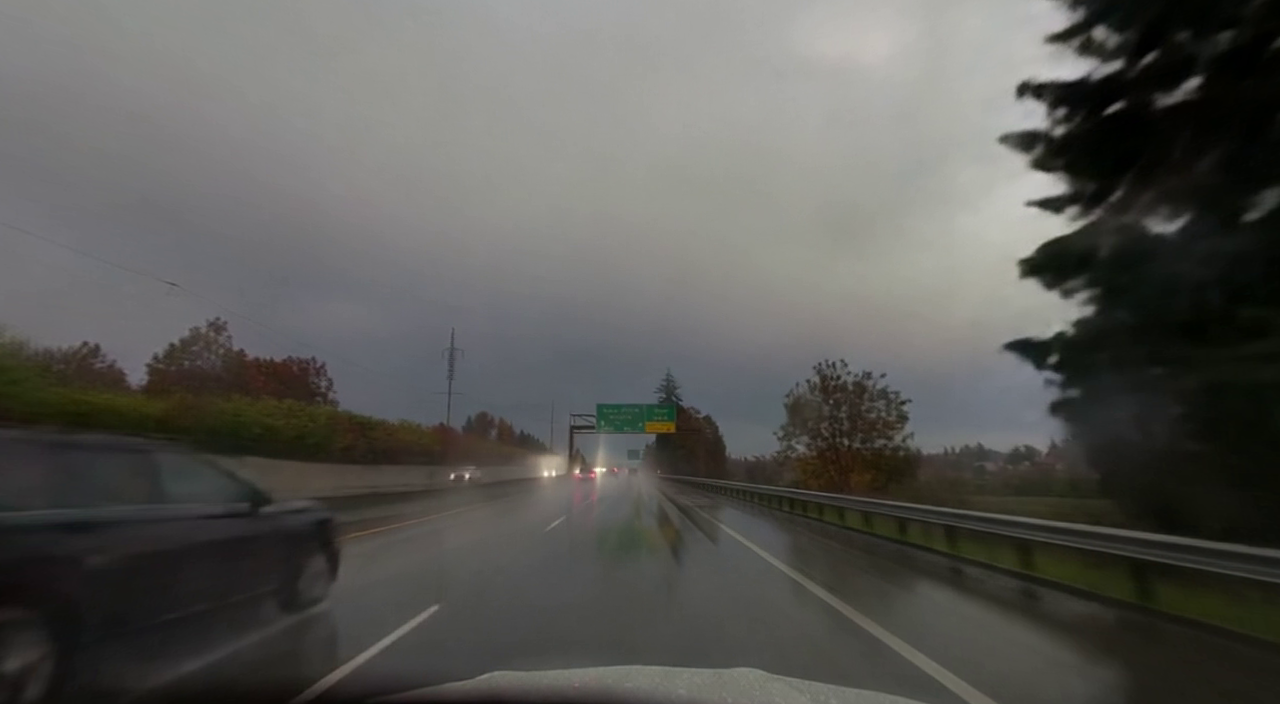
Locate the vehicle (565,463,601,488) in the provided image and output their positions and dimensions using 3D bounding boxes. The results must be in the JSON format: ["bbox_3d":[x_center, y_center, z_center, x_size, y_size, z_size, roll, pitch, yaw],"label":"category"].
[{"bbox_3d":[-4.241,9.332,47.742,2.239,1.687,4.598,1,-10,0],"label":"vehicle"}]

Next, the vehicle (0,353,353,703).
[{"bbox_3d":[-4.010,0.985,3.273,2.254,1.809,5.839,1,-10,0],"label":"vehicle"}]
